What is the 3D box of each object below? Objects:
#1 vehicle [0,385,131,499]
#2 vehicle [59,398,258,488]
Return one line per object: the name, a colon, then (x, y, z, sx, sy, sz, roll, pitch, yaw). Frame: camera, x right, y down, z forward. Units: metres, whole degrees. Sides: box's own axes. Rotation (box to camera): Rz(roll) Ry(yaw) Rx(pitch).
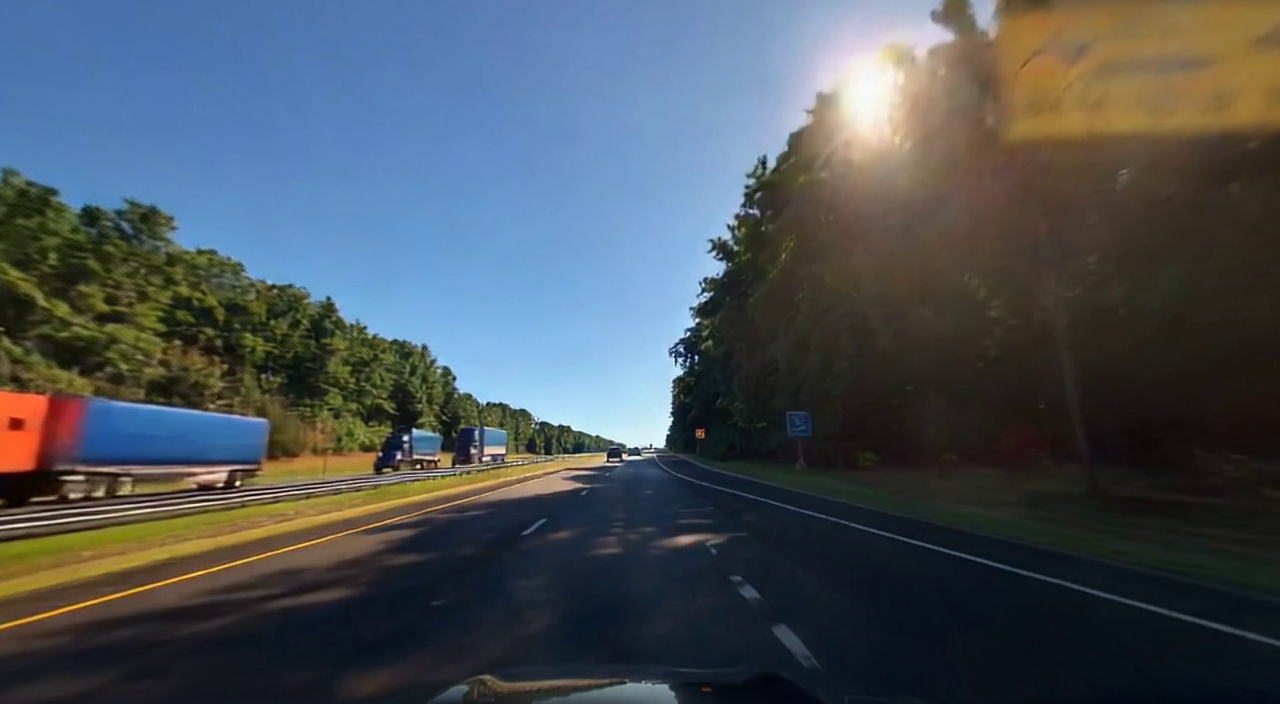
vehicle: (-23.186, 3.098, 21.570, 3.015, 3.832, 9.988, 0, -9, 0)
vehicle: (-23.125, 4.531, 31.200, 2.822, 3.779, 8.710, 0, -9, 0)
